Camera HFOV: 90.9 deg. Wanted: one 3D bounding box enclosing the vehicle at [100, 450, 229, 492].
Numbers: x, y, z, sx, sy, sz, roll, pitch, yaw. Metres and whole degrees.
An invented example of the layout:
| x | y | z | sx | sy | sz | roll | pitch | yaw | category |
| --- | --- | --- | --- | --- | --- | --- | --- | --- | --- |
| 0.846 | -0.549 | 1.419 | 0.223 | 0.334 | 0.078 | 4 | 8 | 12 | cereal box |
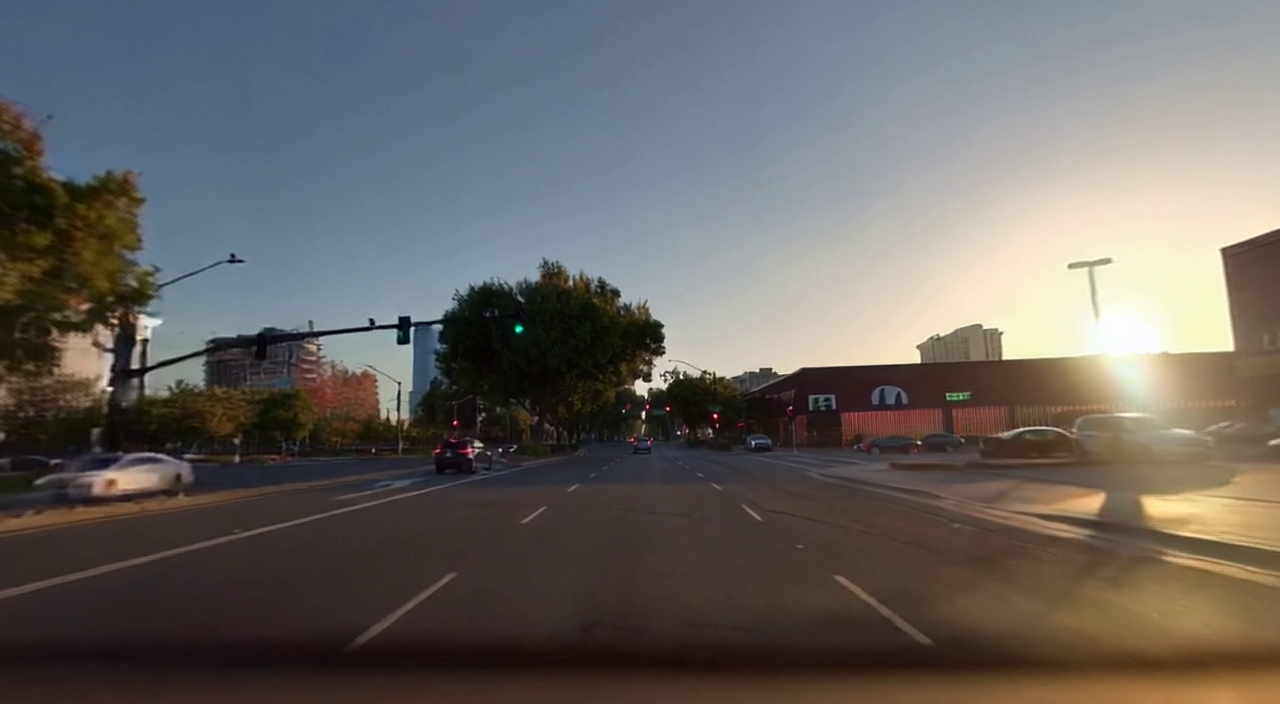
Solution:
| x | y | z | sx | sy | sz | roll | pitch | yaw | category |
| --- | --- | --- | --- | --- | --- | --- | --- | --- | --- |
| -20.055 | 5.003 | 26.899 | 1.942 | 1.483 | 4.597 | -1 | -8 | 0 | vehicle |

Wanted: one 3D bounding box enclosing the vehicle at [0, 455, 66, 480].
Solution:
| x | y | z | sx | sy | sz | roll | pitch | yaw | category |
| --- | --- | --- | --- | --- | --- | --- | --- | --- | --- |
| -39.327 | 7.227 | 39.623 | 4.461 | 1.443 | 1.901 | 0 | -8 | -1 | vehicle |

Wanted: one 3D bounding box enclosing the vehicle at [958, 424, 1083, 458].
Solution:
| x | y | z | sx | sy | sz | roll | pitch | yaw | category |
| --- | --- | --- | --- | --- | --- | --- | --- | --- | --- |
| 16.872 | 3.971 | 28.137 | 1.796 | 1.351 | 4.358 | 5 | -10 | -36 | vehicle |

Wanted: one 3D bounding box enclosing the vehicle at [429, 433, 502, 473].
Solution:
| x | y | z | sx | sy | sz | roll | pitch | yaw | category |
| --- | --- | --- | --- | --- | --- | --- | --- | --- | --- |
| -7.858 | 4.573 | 28.965 | 2.231 | 1.650 | 5.052 | 0 | -8 | -4 | vehicle |

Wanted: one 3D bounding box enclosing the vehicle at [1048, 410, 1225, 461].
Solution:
| x | y | z | sx | sy | sz | roll | pitch | yaw | category |
| --- | --- | --- | --- | --- | --- | --- | --- | --- | --- |
| 17.393 | 2.943 | 22.261 | 4.498 | 1.671 | 1.887 | -1 | -8 | 3 | vehicle |
